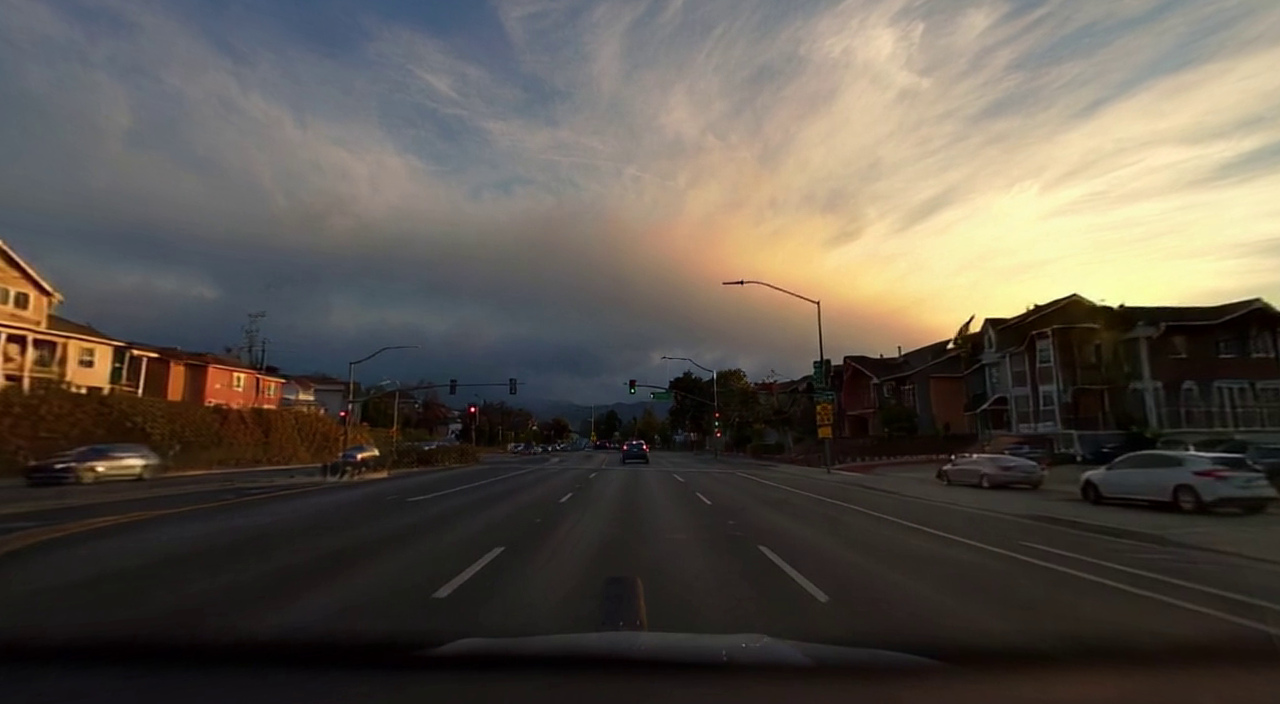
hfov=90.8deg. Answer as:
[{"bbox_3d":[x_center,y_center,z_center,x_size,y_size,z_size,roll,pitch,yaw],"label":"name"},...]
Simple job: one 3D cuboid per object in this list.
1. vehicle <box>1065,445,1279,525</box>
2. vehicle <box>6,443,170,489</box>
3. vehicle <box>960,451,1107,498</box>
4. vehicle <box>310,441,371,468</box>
[{"bbox_3d":[12.467,2.884,14.410,2.128,1.467,4.987,0,-9,1],"label":"vehicle"},{"bbox_3d":[-19.393,4.003,22.519,1.918,1.472,4.360,0,-9,0],"label":"vehicle"},{"bbox_3d":[12.660,3.932,20.747,1.903,1.330,4.470,0,-9,-1],"label":"vehicle"},{"bbox_3d":[-19.649,6.752,41.663,1.913,1.693,4.345,0,-9,0],"label":"vehicle"}]
